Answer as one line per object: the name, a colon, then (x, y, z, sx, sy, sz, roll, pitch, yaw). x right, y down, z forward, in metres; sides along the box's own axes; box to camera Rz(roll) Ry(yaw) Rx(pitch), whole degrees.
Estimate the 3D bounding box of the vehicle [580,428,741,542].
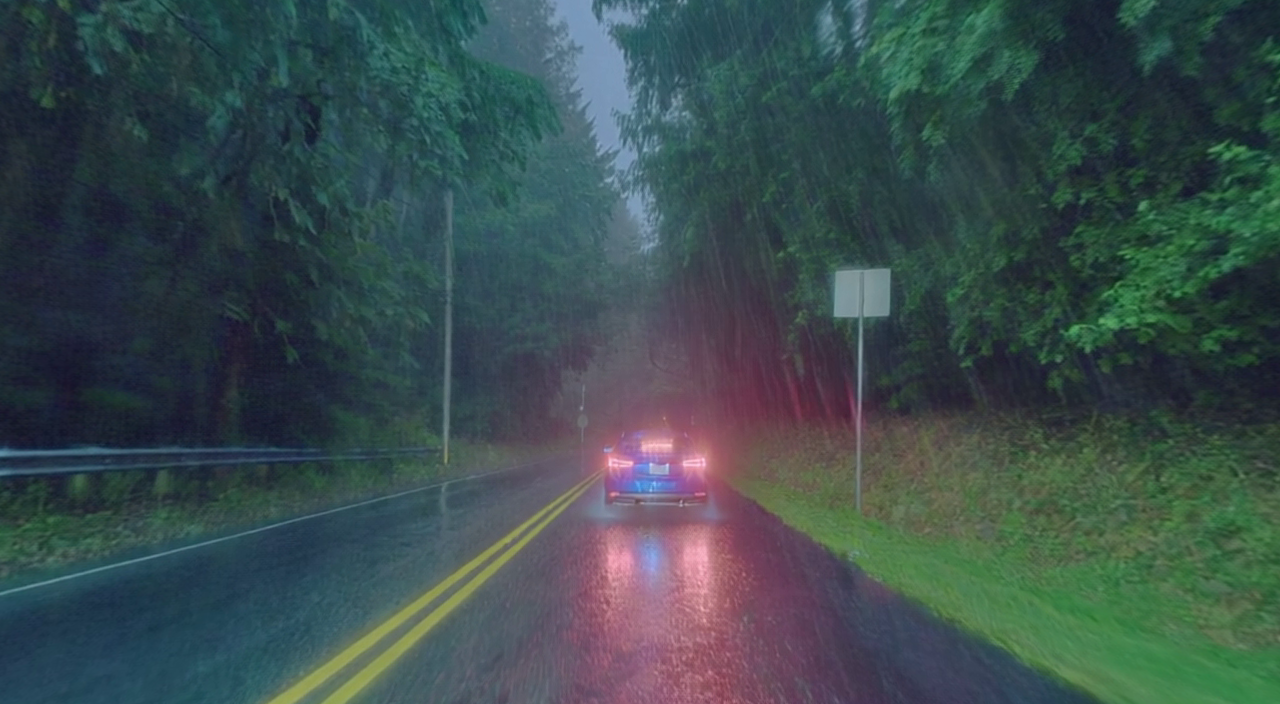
vehicle: (0.293, 2.082, 10.465, 2.187, 1.533, 3.726, 0, -8, 1)
